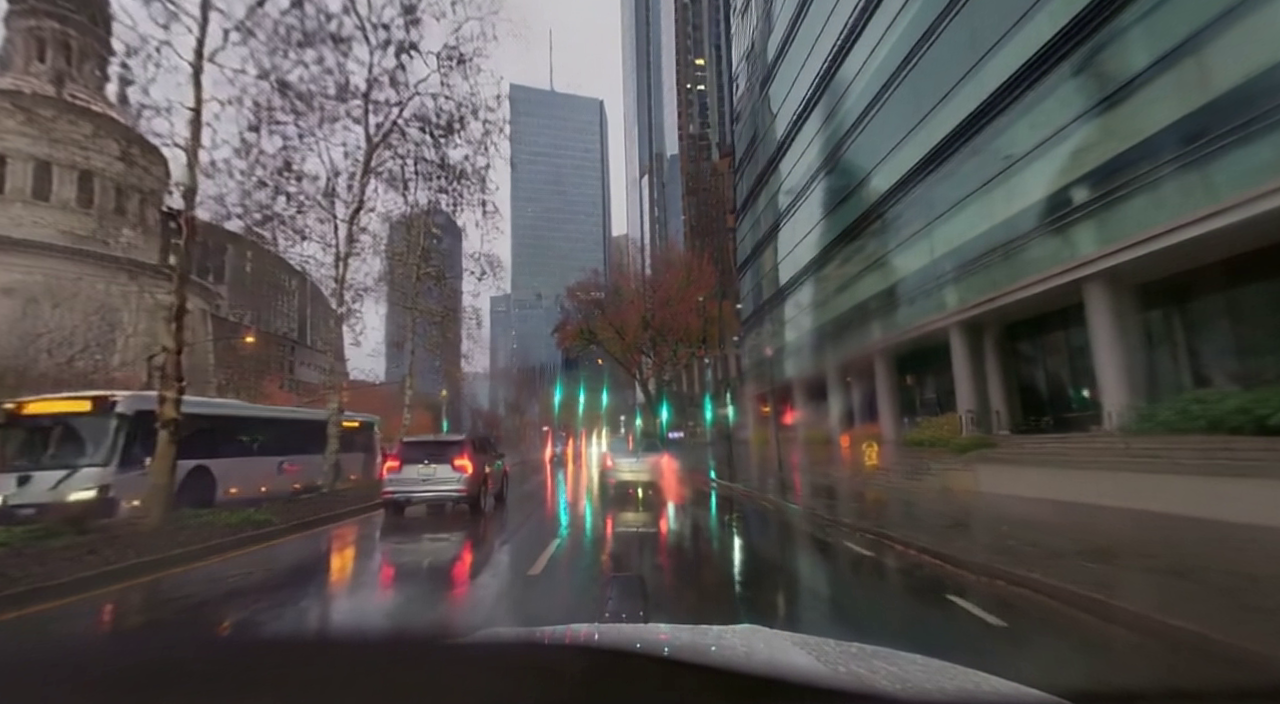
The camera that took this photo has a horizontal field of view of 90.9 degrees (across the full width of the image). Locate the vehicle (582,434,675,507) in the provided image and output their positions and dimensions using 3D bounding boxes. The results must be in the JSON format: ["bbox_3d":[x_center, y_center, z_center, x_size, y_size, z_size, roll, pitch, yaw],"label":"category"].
[{"bbox_3d":[-0.328,2.768,15.166,1.933,1.504,3.802,1,-9,-3],"label":"vehicle"}]

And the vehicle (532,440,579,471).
[{"bbox_3d":[-4.299,5.343,32.731,1.961,1.517,4.202,0,-9,-2],"label":"vehicle"}]

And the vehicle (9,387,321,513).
[{"bbox_3d":[-14.980,3.315,21.576,3.063,3.298,9.918,0,-9,-1],"label":"vehicle"}]

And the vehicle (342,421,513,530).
[{"bbox_3d":[-3.605,2.162,11.486,1.848,1.641,3.686,0,-9,-1],"label":"vehicle"}]
